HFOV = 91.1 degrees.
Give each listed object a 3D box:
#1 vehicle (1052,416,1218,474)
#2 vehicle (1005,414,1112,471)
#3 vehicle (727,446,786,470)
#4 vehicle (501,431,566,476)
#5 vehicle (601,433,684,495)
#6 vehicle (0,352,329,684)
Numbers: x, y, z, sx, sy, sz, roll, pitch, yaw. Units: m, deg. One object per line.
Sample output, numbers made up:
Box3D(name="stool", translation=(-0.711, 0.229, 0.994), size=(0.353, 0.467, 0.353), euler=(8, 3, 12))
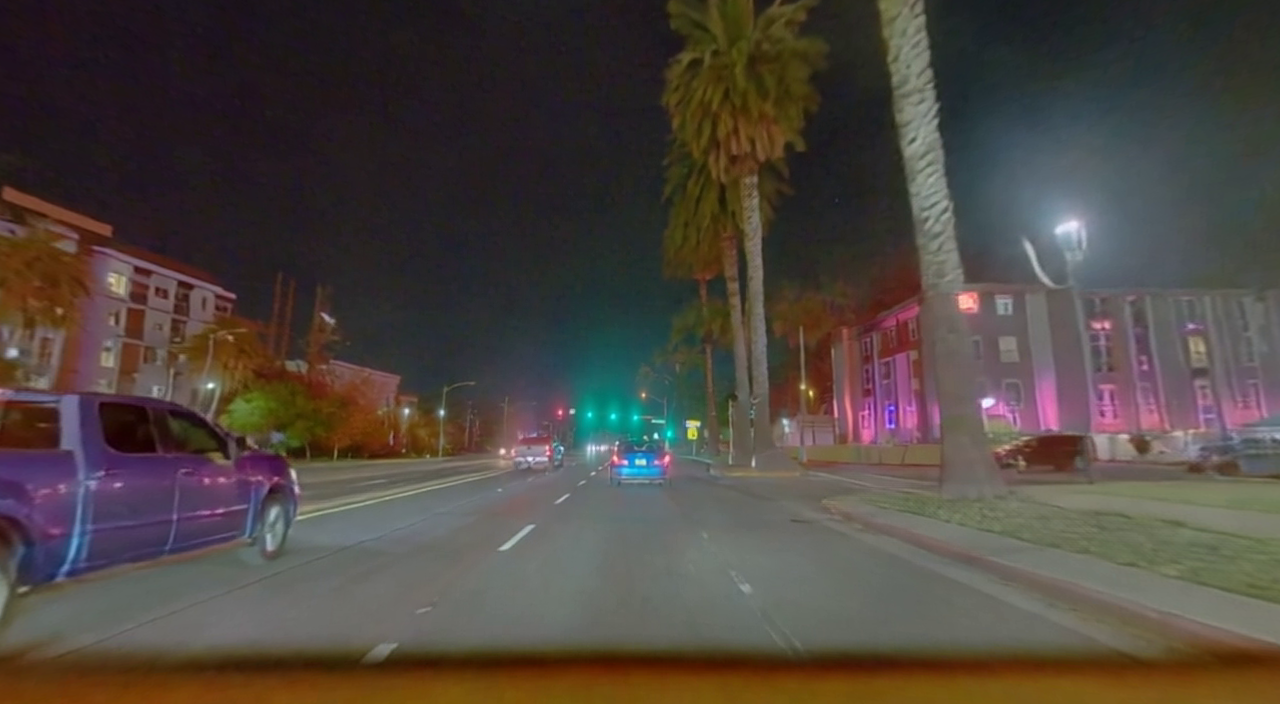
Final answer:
Box3D(name="vehicle", translation=(38.472, 7.208, 49.082), size=(10.136, 4.260, 3.014), euler=(0, -8, 1))
Box3D(name="vehicle", translation=(32.576, 7.070, 49.068), size=(5.858, 4.169, 3.001), euler=(-1, -9, 1))
Box3D(name="vehicle", translation=(6.452, 5.790, 34.388), size=(2.949, 1.209, 3.070), euler=(-2, -8, 14))
Box3D(name="vehicle", translation=(-5.304, 5.129, 32.244), size=(2.447, 2.062, 5.911), euler=(0, -8, -2))
Box3D(name="vehicle", translation=(-0.002, 3.187, 18.324), size=(2.122, 1.562, 4.152), euler=(0, -8, -2))
Box3D(name="vehicle", translation=(-4.813, 1.075, 4.421), size=(2.187, 1.904, 6.103), euler=(0, -8, -1))
